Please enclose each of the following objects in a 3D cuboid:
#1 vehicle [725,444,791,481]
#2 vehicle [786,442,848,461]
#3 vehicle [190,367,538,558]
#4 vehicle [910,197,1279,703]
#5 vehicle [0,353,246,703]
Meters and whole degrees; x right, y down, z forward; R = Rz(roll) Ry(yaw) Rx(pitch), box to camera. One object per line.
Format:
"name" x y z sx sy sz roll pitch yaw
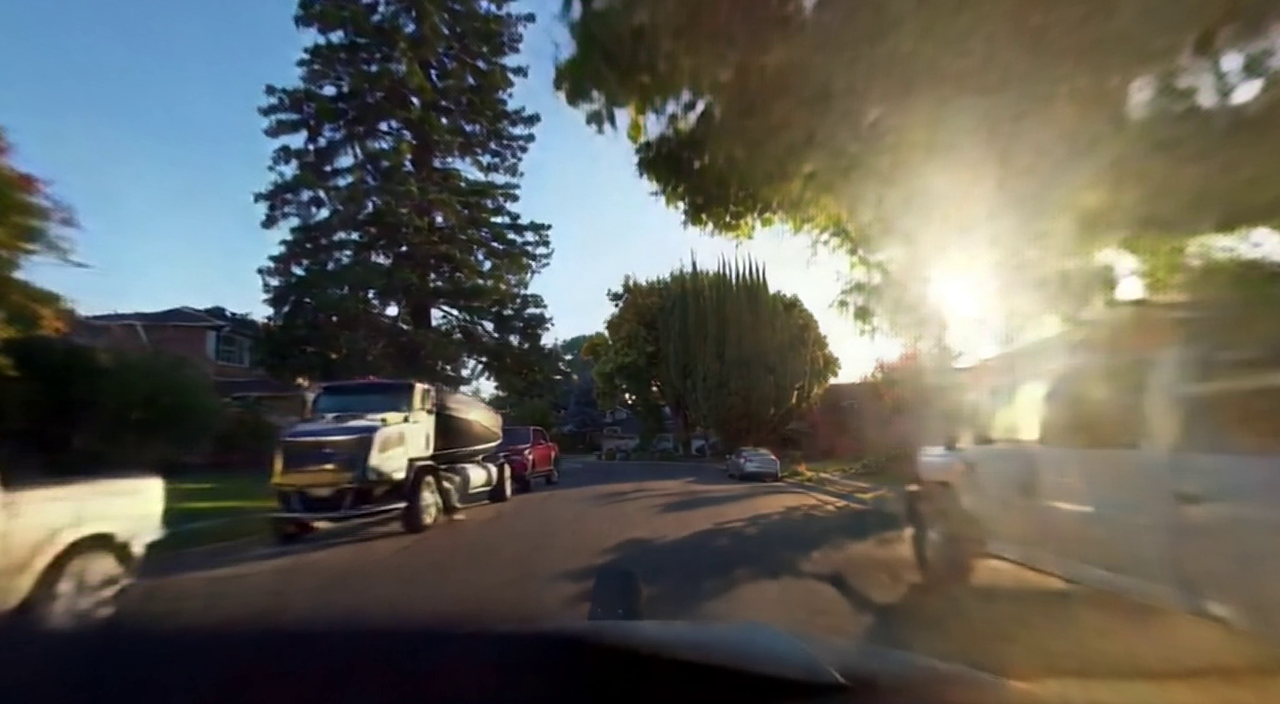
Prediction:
"vehicle" 5.087 4.818 27.776 1.998 1.489 4.722 0 -9 0
"vehicle" 13.880 7.784 49.389 4.252 1.429 1.907 2 -9 -18
"vehicle" -3.824 1.765 10.663 2.632 2.249 6.179 -1 -9 5
"vehicle" 4.305 0.758 4.038 2.697 2.558 5.635 0 -9 1
"vehicle" -4.103 0.803 2.456 2.052 1.745 4.737 0 -9 0
